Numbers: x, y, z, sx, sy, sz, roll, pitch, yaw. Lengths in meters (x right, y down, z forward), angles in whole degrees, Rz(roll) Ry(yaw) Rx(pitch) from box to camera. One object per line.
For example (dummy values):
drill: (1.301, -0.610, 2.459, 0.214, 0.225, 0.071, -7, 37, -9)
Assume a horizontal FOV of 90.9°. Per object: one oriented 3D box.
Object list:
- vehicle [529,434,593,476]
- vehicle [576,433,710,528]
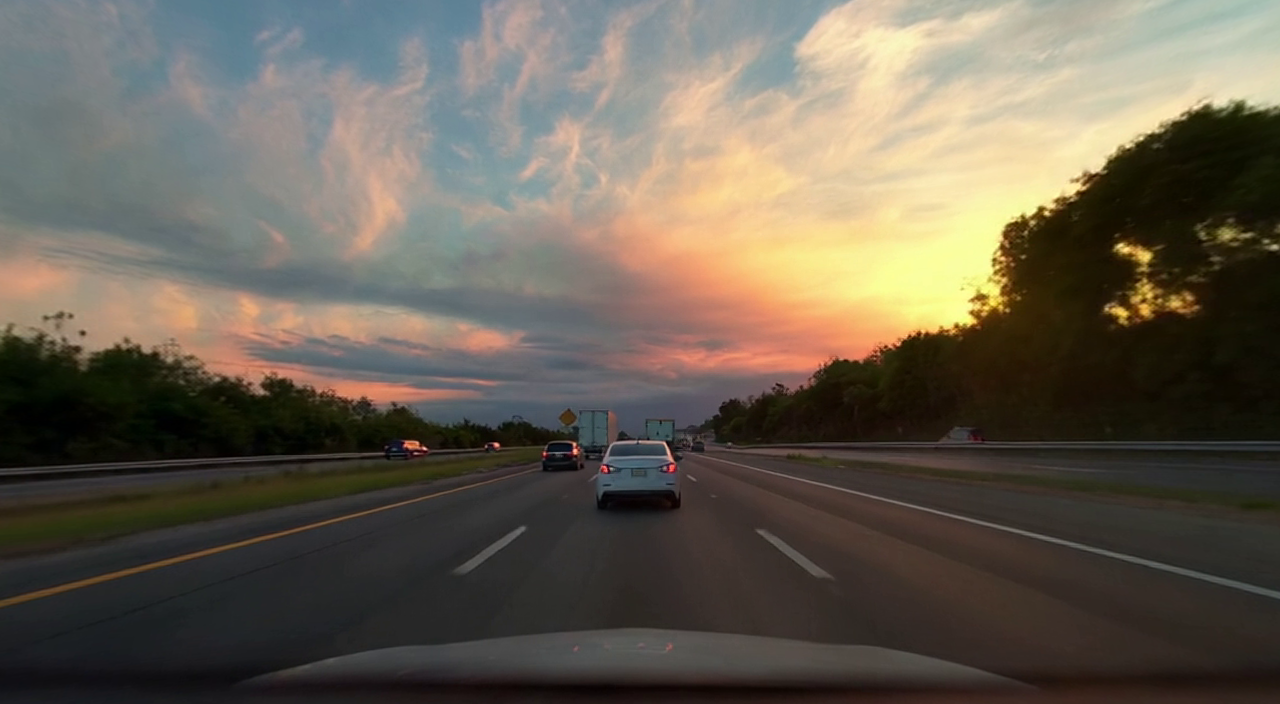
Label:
vehicle: (-3.437, 4.612, 28.230, 2.177, 1.699, 4.431, 0, -9, 2)
vehicle: (0.015, 2.292, 11.721, 2.057, 1.449, 3.931, 0, -9, -1)
